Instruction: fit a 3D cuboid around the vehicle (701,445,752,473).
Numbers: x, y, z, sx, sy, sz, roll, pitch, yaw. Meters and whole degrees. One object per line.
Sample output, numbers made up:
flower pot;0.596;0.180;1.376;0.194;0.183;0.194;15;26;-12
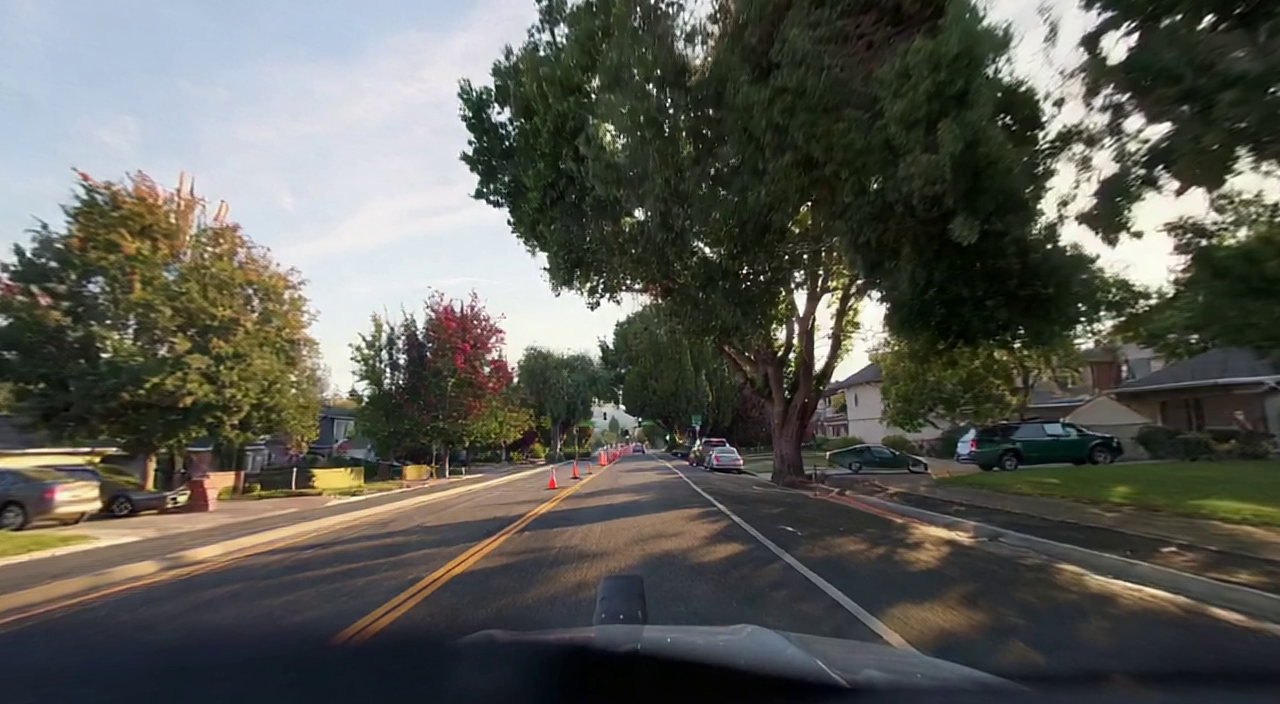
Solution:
vehicle;4.306;5.404;32.194;1.928;1.333;4.586;0;-9;0

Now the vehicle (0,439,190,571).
vehicle;-10.686;2.609;10.895;2.663;1.926;4.303;-6;-9;2

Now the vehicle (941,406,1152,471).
vehicle;14.962;3.228;23.599;6.037;2.247;2.657;0;-9;-2

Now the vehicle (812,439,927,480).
vehicle;8.472;3.977;23.551;3.561;1.465;1.870;0;-8;-2
